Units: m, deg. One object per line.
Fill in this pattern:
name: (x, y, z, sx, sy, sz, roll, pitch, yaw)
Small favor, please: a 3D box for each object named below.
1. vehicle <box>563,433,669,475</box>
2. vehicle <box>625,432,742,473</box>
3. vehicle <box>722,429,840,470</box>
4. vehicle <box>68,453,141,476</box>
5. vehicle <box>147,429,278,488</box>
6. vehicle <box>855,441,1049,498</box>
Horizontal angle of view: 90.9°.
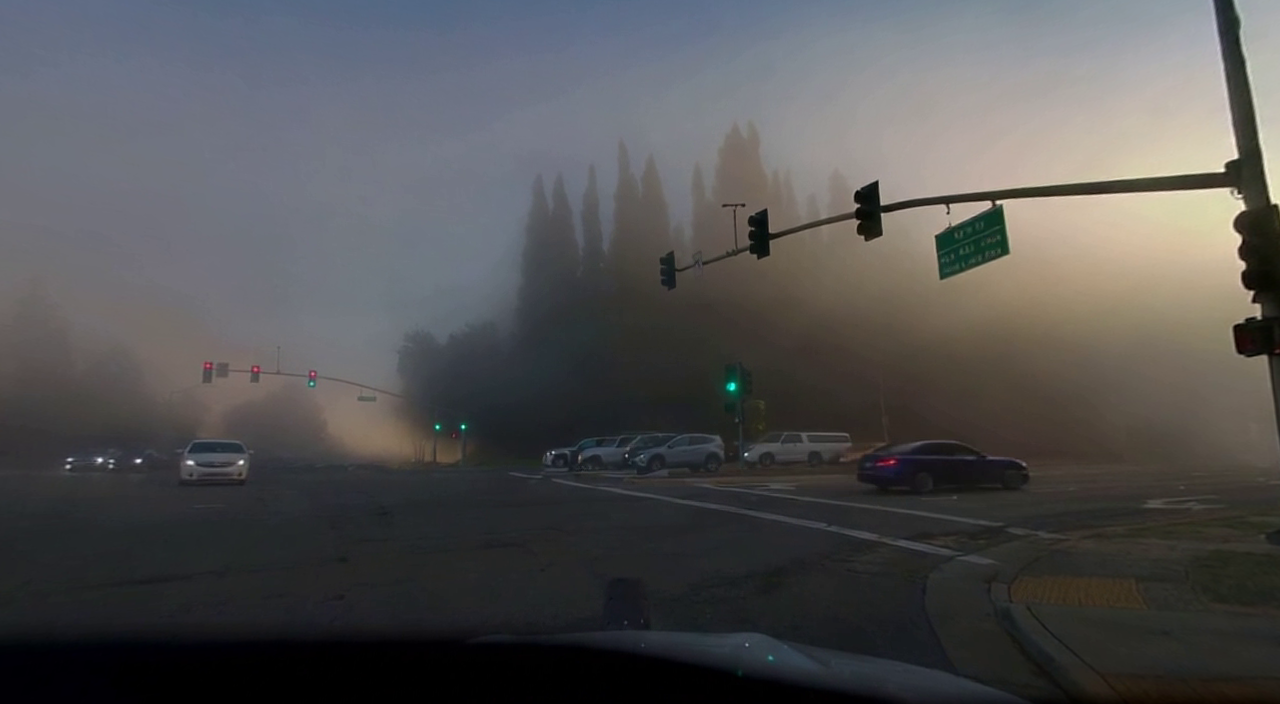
vehicle: (-1.065, 4.563, 28.503, 4.360, 1.749, 1.895, 4, -10, -28)
vehicle: (1.808, 4.141, 26.149, 4.483, 1.589, 1.852, 4, -9, -25)
vehicle: (7.301, 5.052, 32.531, 5.791, 1.964, 2.199, 5, -10, -26)
vehicle: (-37.307, 7.814, 43.894, 4.589, 1.462, 1.953, -4, -9, 23)
vehicle: (-15.206, 3.710, 22.313, 5.332, 1.807, 2.450, -8, -11, 41)
vehicle: (8.787, 3.263, 17.861, 4.686, 1.425, 2.018, 2, -9, -16)
